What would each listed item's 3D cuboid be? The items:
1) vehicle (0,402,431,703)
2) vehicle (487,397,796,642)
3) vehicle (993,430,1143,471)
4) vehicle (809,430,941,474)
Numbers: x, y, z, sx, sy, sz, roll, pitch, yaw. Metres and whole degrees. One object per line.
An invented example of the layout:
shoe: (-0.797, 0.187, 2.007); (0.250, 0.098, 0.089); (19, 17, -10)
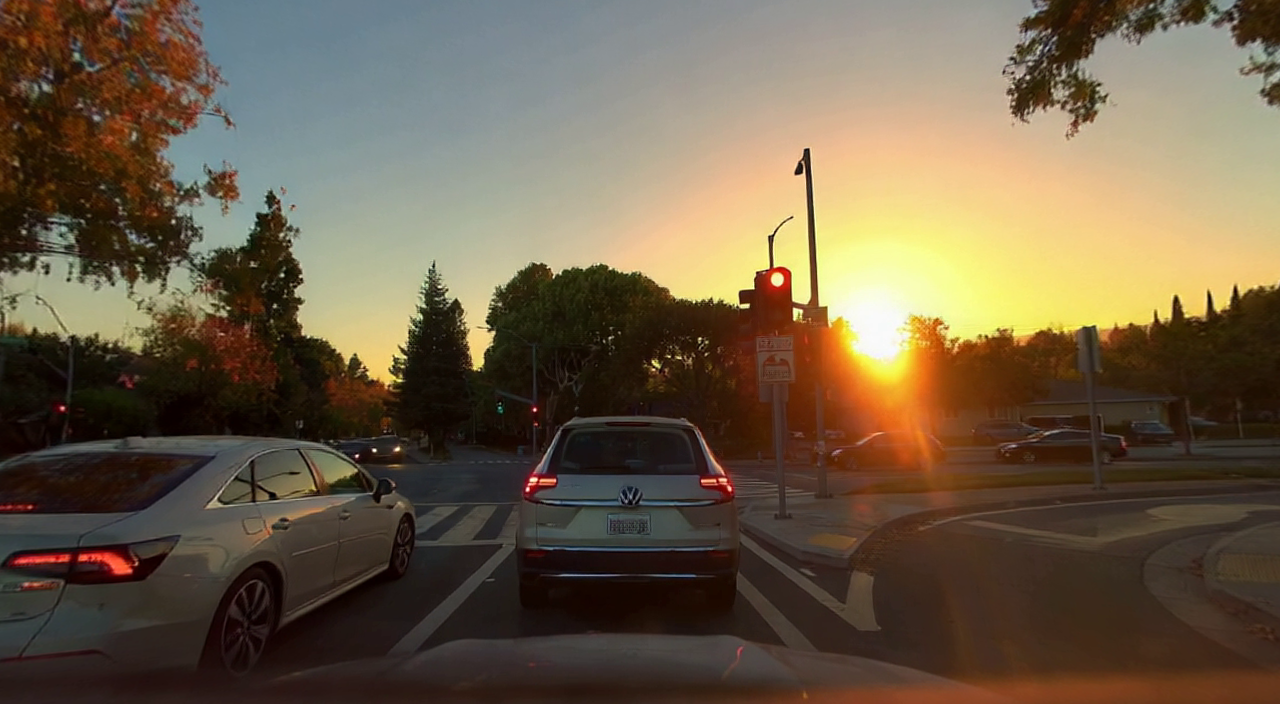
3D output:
vehicle: (-3.284, 1.271, 4.693); (2.035, 1.492, 4.415); (0, -9, -1)
vehicle: (-0.130, 1.468, 6.552); (2.154, 1.670, 4.140); (1, -9, -4)
vehicle: (17.625, 4.090, 26.241); (4.670, 1.616, 1.926); (-1, -9, 6)
vehicle: (9.927, 4.277, 27.089); (4.887, 1.769, 2.035); (-1, -9, 6)
